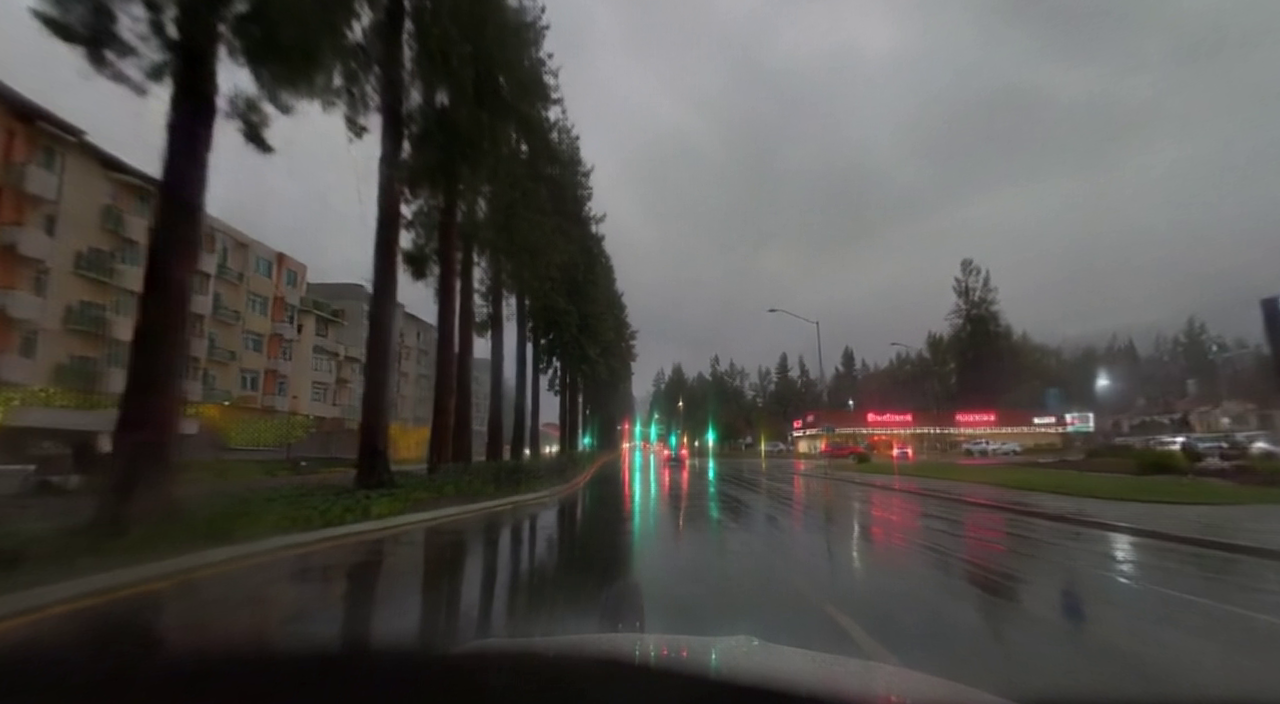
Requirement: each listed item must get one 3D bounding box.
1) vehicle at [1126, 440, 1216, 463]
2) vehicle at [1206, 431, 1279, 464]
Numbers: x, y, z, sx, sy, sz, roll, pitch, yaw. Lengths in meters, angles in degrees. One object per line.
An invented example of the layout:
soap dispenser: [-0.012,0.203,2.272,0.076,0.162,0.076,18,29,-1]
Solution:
vehicle: [40.351,7.525,48.138,1.962,1.620,4.755,5,-9,-29]
vehicle: [34.772,5.239,34.863,2.094,1.741,4.669,4,-8,-29]
